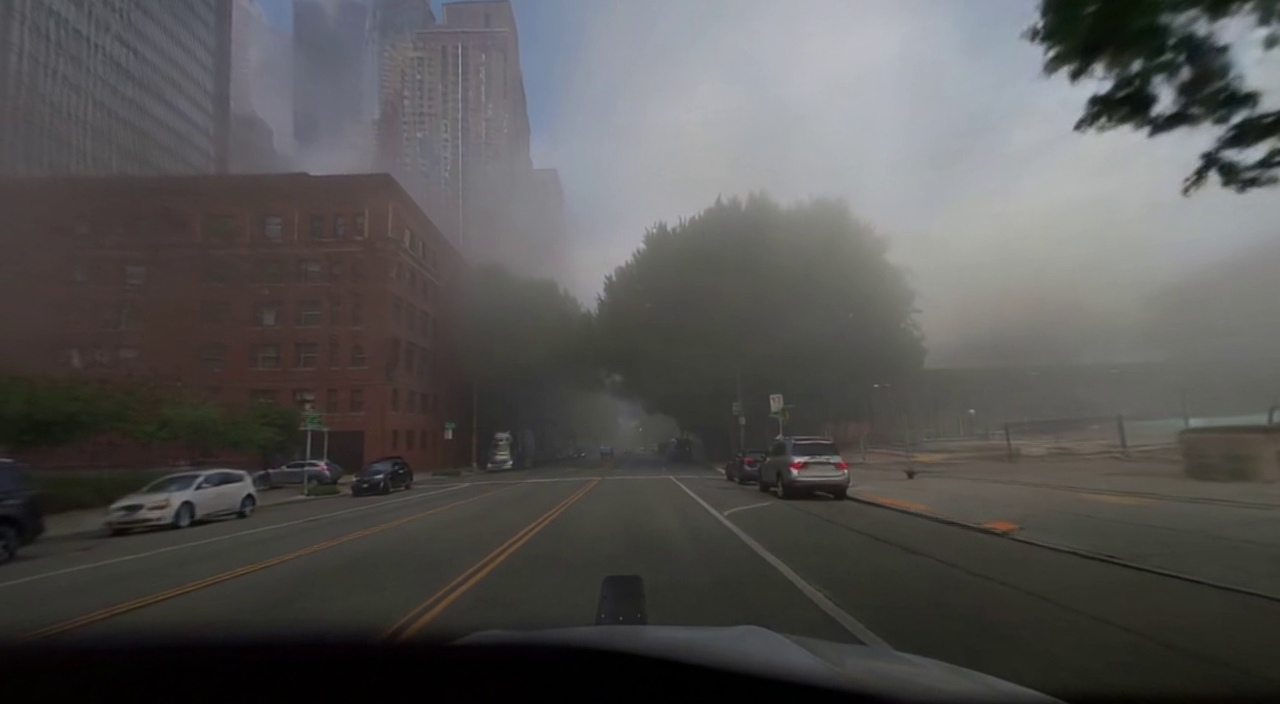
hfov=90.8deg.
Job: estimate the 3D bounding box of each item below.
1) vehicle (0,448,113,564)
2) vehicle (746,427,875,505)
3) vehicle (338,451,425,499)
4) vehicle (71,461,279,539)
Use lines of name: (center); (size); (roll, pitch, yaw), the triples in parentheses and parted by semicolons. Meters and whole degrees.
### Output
vehicle: (-11.232, 2.458, 9.559); (1.970, 1.828, 5.519); (-4, -8, -2)
vehicle: (4.712, 3.253, 18.512); (2.237, 1.908, 5.320); (0, -9, 0)
vehicle: (-11.192, 5.326, 27.728); (2.039, 1.770, 4.445); (-3, -9, -1)
vehicle: (-11.316, 3.585, 15.873); (2.007, 1.511, 4.280); (-4, -10, 0)
